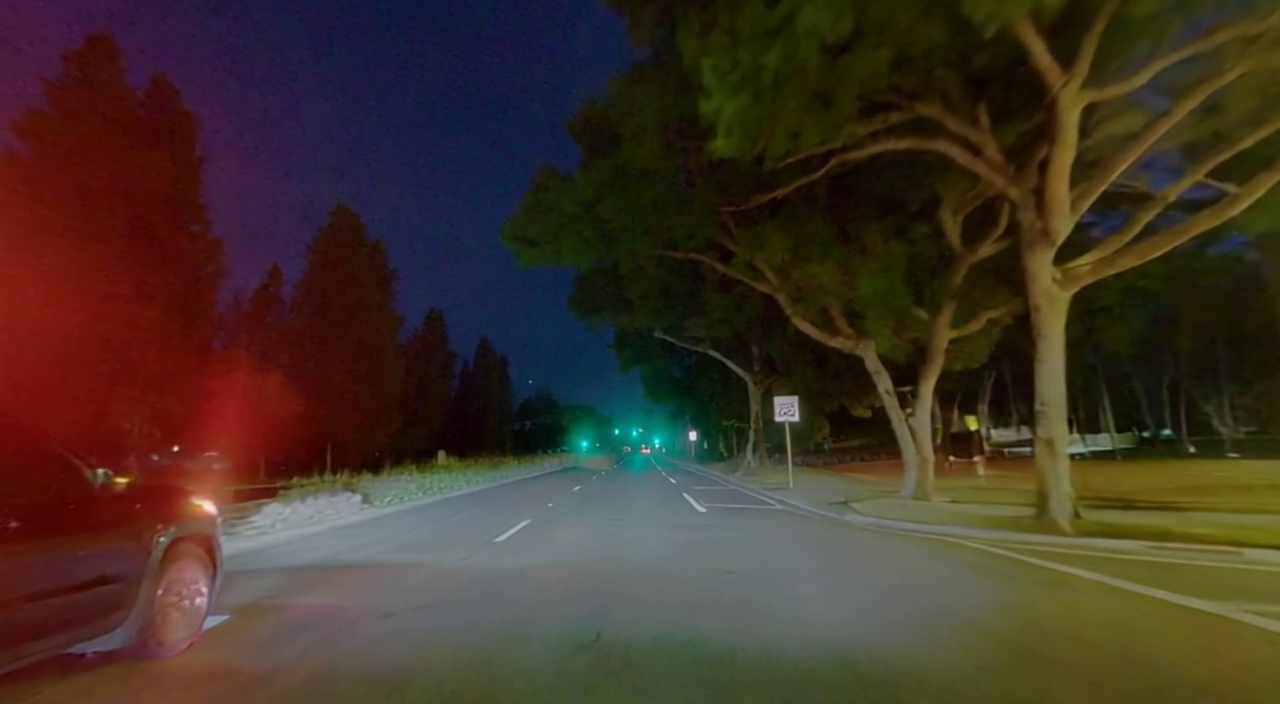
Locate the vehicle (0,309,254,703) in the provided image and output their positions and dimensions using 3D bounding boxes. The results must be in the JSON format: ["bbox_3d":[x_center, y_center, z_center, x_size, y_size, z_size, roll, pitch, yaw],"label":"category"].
[{"bbox_3d":[-3.127,0.577,0.924,2.141,1.761,4.742,0,-9,-1],"label":"vehicle"}]
